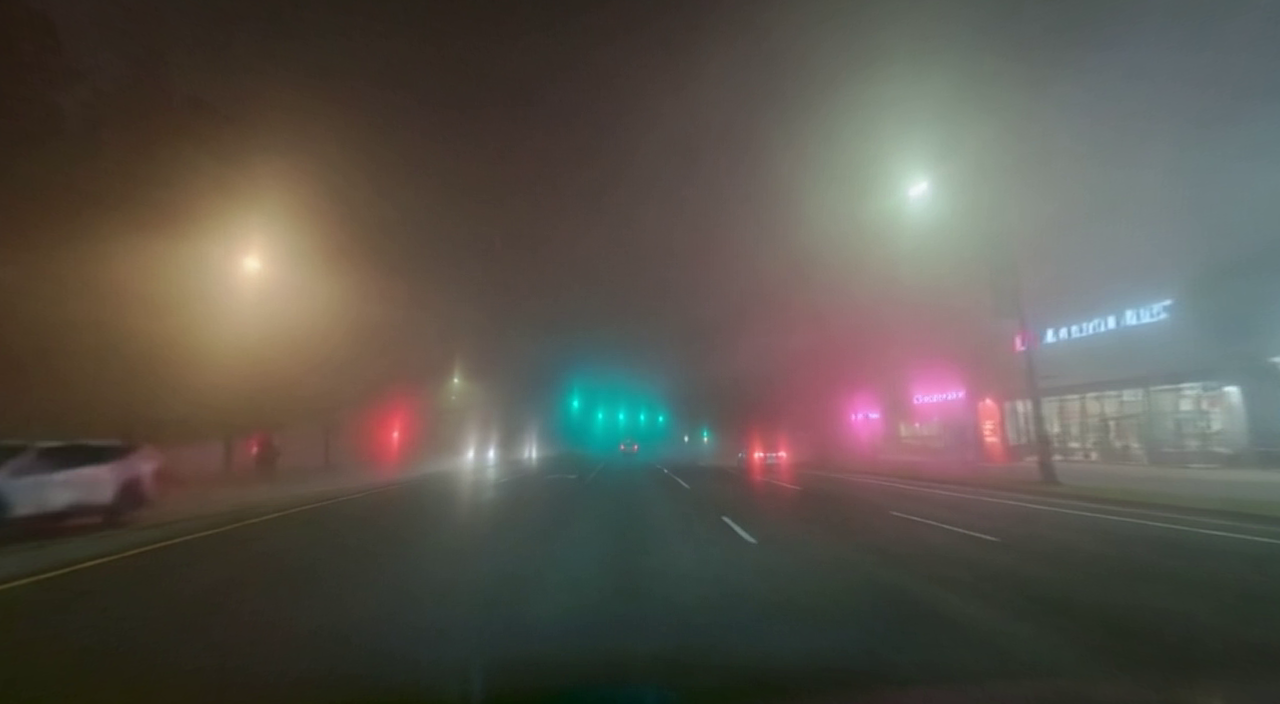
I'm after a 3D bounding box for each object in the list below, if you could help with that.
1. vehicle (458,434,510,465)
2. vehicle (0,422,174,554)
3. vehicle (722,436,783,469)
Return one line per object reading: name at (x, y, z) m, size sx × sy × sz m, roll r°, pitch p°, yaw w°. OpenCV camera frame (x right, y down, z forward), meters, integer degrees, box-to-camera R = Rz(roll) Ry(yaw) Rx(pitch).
vehicle at (-10.900, 6.863, 44.675) m, size 2.290 × 1.989 × 5.924 m, roll -1°, pitch -8°, yaw -1°
vehicle at (-9.421, 1.918, 9.135) m, size 2.067 × 1.712 × 4.489 m, roll -1°, pitch -8°, yaw -3°
vehicle at (5.492, 4.974, 31.512) m, size 2.024 × 1.475 × 4.600 m, roll -1°, pitch -8°, yaw -2°
